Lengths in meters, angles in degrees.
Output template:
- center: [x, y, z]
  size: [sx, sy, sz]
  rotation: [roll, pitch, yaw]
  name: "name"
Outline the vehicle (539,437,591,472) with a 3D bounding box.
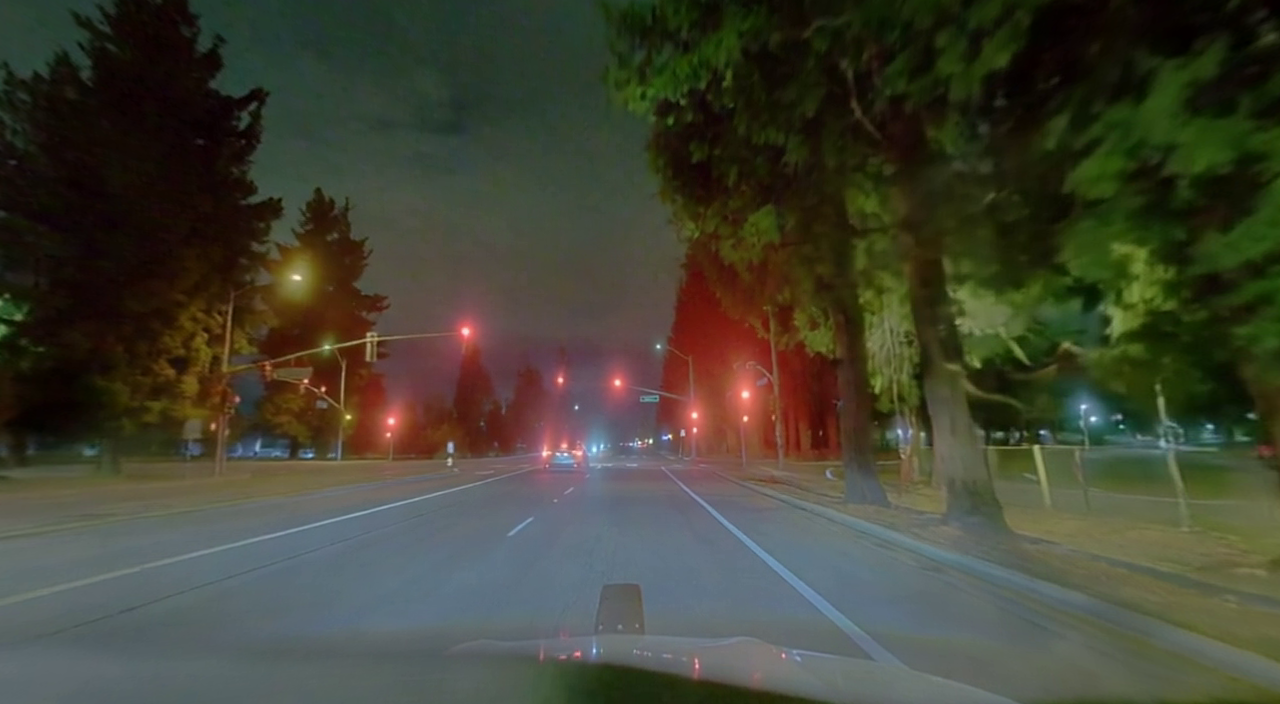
- center: [-3.604, 5.041, 31.332]
  size: [2.076, 1.599, 4.483]
  rotation: [0, -9, -1]
  name: "vehicle"
